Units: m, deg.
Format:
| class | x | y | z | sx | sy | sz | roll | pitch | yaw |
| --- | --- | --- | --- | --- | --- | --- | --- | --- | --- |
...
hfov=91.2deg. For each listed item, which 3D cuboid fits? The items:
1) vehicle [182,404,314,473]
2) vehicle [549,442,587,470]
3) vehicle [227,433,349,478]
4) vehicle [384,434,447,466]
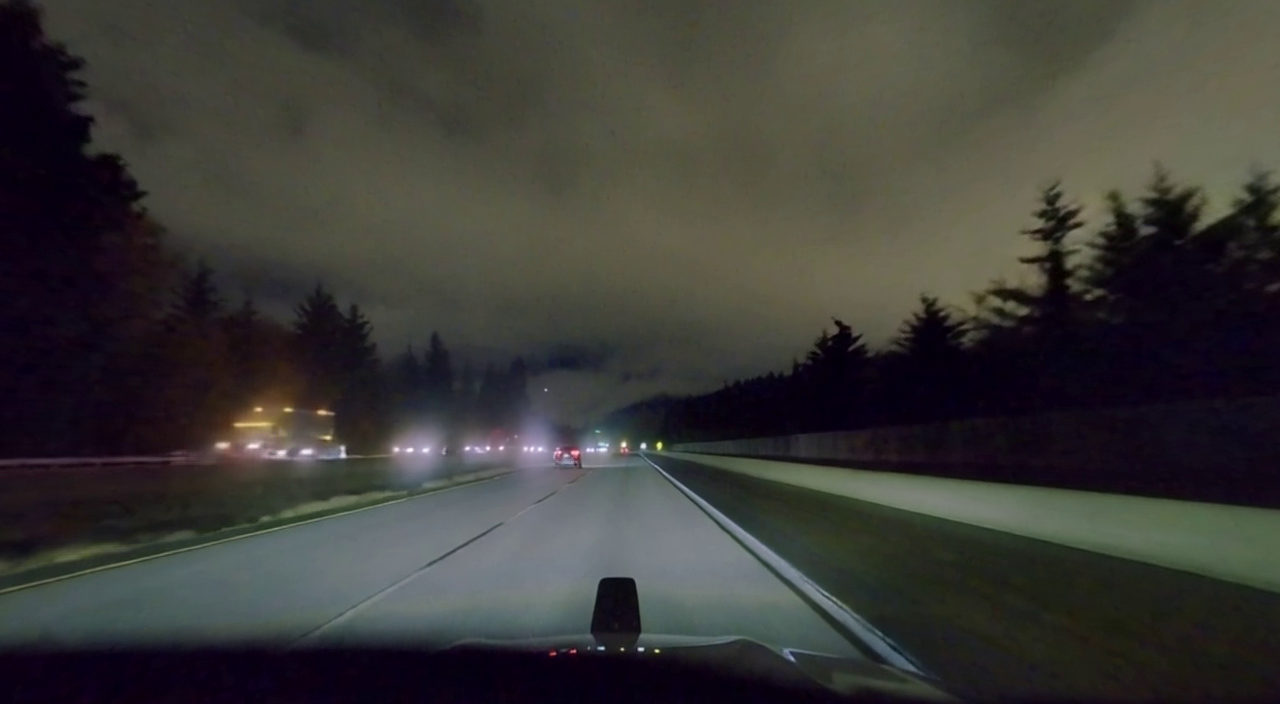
| class | x | y | z | sx | sy | sz | roll | pitch | yaw |
| --- | --- | --- | --- | --- | --- | --- | --- | --- | --- |
| vehicle | -18.074 | 4.088 | 29.447 | 2.305 | 2.886 | 6.006 | 0 | -9 | -1 |
| vehicle | -4.601 | 6.712 | 40.598 | 2.098 | 1.692 | 4.038 | 0 | -9 | -1 |
| vehicle | -13.193 | 3.905 | 23.902 | 2.021 | 1.520 | 4.580 | 0 | -9 | 0 |
| vehicle | -13.349 | 5.891 | 37.581 | 2.025 | 1.744 | 4.877 | 0 | -9 | -1 |
